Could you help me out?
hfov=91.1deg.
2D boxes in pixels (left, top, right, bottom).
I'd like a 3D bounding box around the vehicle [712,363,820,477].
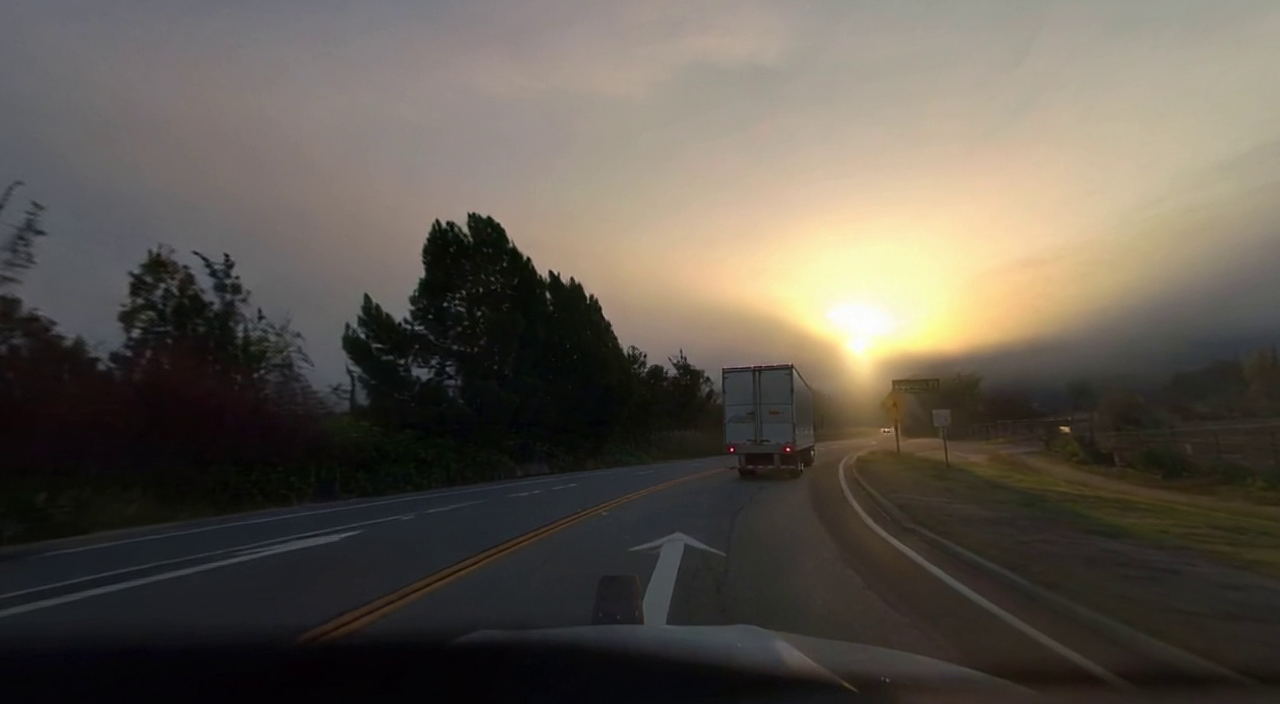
[{"bbox_3d":[5.564,2.937,25.954,2.837,3.712,10.484,-3,-8,19],"label":"vehicle"}]
